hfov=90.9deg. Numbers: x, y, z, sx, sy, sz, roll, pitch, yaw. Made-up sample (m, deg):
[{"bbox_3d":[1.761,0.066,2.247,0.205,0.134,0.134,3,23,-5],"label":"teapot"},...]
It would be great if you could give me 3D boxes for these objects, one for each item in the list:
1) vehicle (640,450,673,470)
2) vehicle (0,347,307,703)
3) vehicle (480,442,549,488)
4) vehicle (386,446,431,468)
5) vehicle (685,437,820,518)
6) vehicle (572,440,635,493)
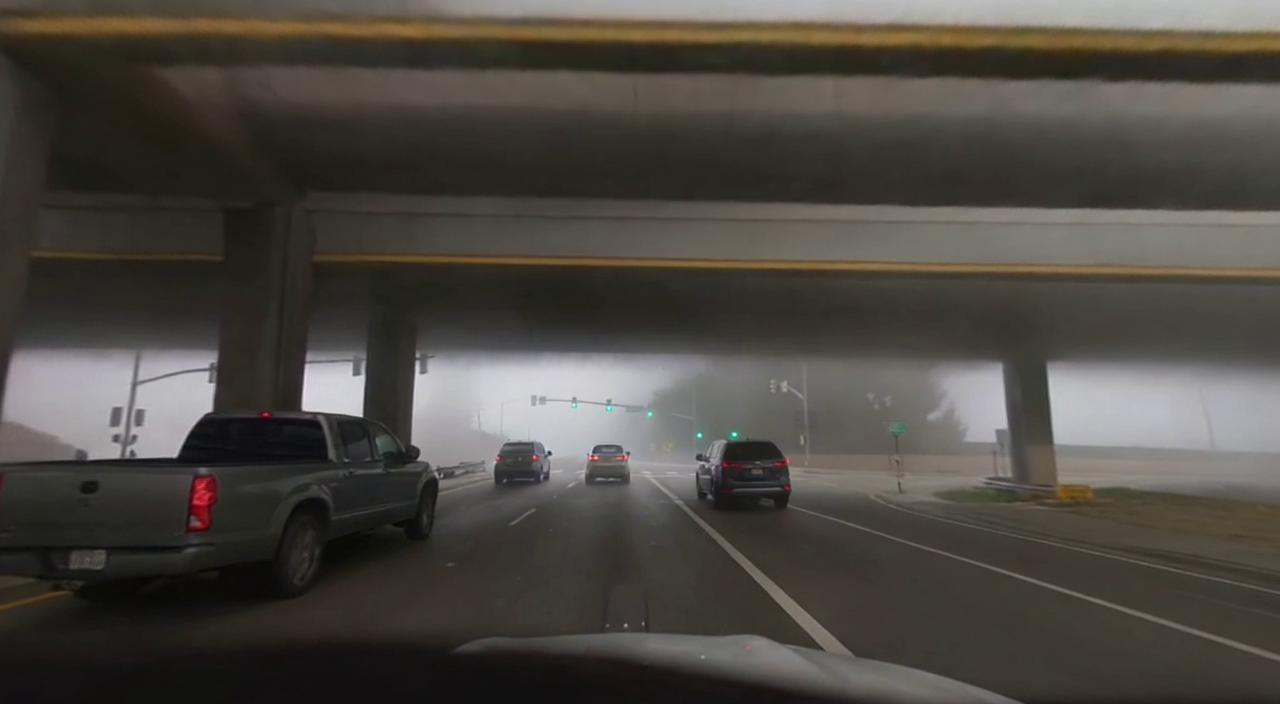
[{"bbox_3d":[1.193,8.205,48.079,2.026,1.457,3.969,1,-9,-5],"label":"vehicle"},{"bbox_3d":[-4.208,0.972,3.616,2.074,1.814,4.596,0,-9,0],"label":"vehicle"},{"bbox_3d":[-5.042,4.587,25.982,2.127,1.720,4.064,0,-9,-2],"label":"vehicle"},{"bbox_3d":[-18.100,8.218,49.489,2.089,1.684,4.521,1,-9,-5],"label":"vehicle"},{"bbox_3d":[2.637,3.126,16.390,2.234,1.720,5.378,0,-9,-3],"label":"vehicle"},{"bbox_3d":[-1.280,4.134,23.056,2.097,1.748,3.794,0,-9,-2],"label":"vehicle"}]
